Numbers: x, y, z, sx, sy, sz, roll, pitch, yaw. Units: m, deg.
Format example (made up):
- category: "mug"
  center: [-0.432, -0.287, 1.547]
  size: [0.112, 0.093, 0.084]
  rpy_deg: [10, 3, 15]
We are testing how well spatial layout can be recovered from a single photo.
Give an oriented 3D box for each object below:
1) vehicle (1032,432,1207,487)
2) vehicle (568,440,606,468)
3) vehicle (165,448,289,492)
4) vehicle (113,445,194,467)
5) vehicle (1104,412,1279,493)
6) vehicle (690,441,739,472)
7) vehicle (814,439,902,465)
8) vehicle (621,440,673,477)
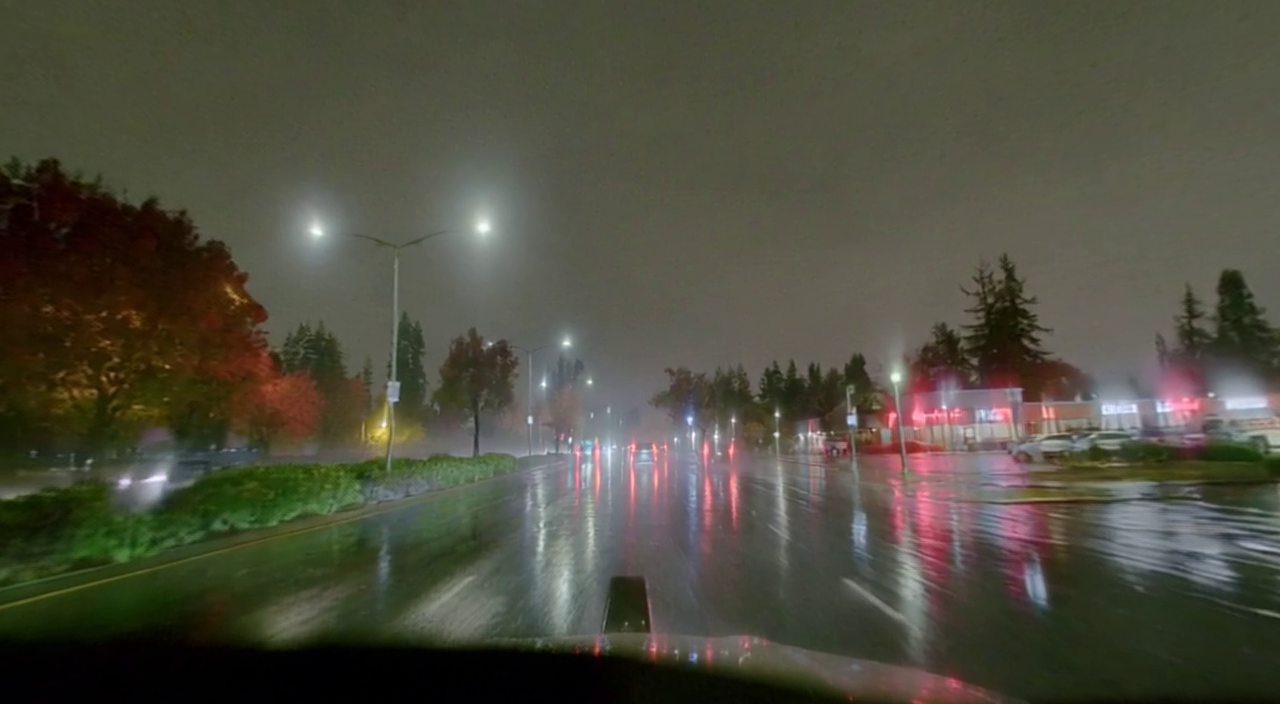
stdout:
- category: "vehicle"
  center: [14.989, 3.385, 20.132]
  size: [2.099, 1.526, 4.555]
  rpy_deg: [-1, -8, 2]
- category: "vehicle"
  center: [-3.243, 6.323, 39.186]
  size: [1.995, 1.607, 4.086]
  rpy_deg: [0, -8, 0]
- category: "vehicle"
  center: [-15.657, 4.459, 24.219]
  size: [1.796, 1.466, 4.362]
  rpy_deg: [0, -8, 0]
- category: "vehicle"
  center: [-36.159, 7.731, 46.931]
  size: [4.357, 1.591, 1.981]
  rpy_deg: [0, -9, -2]
- category: "vehicle"
  center: [17.394, 3.006, 19.201]
  size: [2.131, 2.070, 5.579]
  rpy_deg: [-1, -9, -1]
- category: "vehicle"
  center: [3.723, 5.343, 32.344]
  size: [2.012, 1.462, 4.400]
  rpy_deg: [0, -8, 0]
- category: "vehicle"
  center: [12.902, 5.961, 37.585]
  size: [4.622, 1.469, 1.934]
  rpy_deg: [-2, -9, 9]
- category: "vehicle"
  center: [0.272, 4.602, 27.457]
  size: [2.059, 1.477, 4.216]
  rpy_deg: [0, -8, 0]
